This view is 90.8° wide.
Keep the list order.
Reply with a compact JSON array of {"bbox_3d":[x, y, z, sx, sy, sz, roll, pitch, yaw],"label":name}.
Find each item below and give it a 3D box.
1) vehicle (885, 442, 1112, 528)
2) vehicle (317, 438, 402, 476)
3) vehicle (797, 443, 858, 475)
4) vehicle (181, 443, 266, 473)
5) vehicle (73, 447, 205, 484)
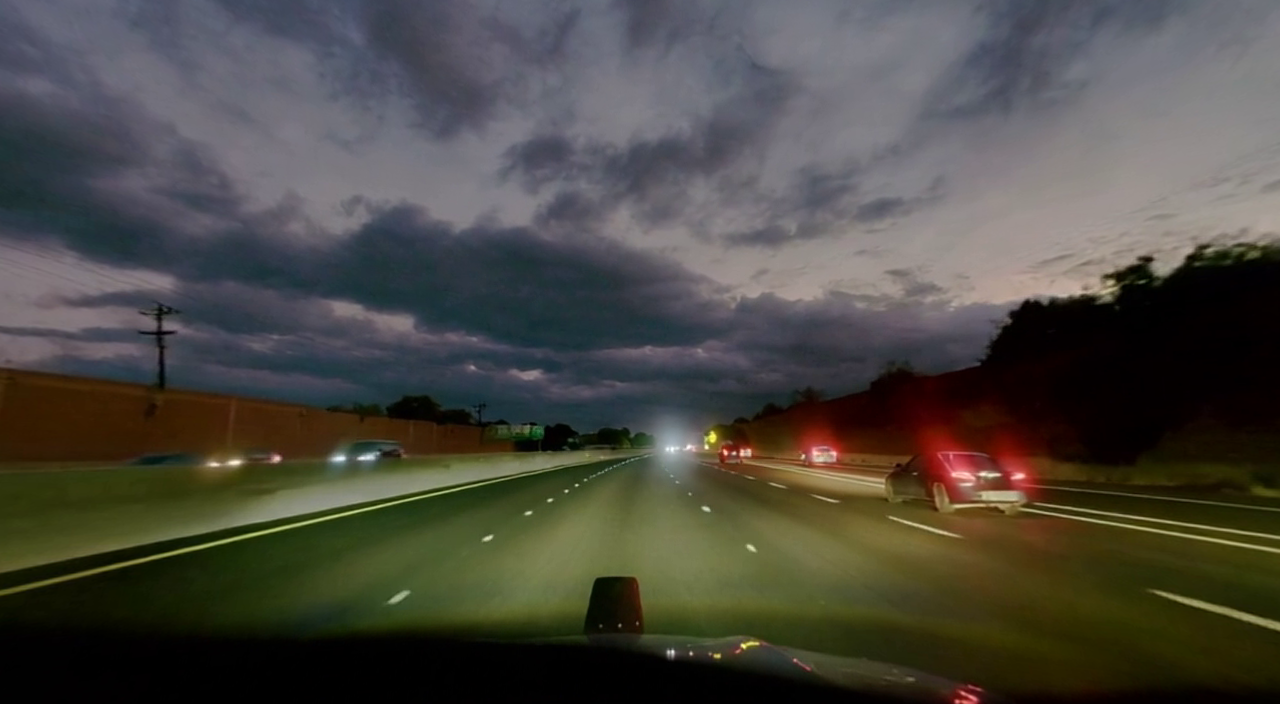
[{"bbox_3d":[7.169,2.674,13.374,2.047,1.479,4.593,0,-9,-1],"label":"vehicle"},{"bbox_3d":[-15.018,5.652,34.237,2.175,1.897,5.074,0,-9,1],"label":"vehicle"},{"bbox_3d":[10.958,6.256,37.215,2.151,1.734,4.519,0,-9,0],"label":"vehicle"},{"bbox_3d":[-25.606,6.517,39.075,2.010,1.692,4.699,0,-9,1],"label":"vehicle"},{"bbox_3d":[-21.658,4.892,27.617,1.904,1.444,4.665,0,-9,1],"label":"vehicle"}]
